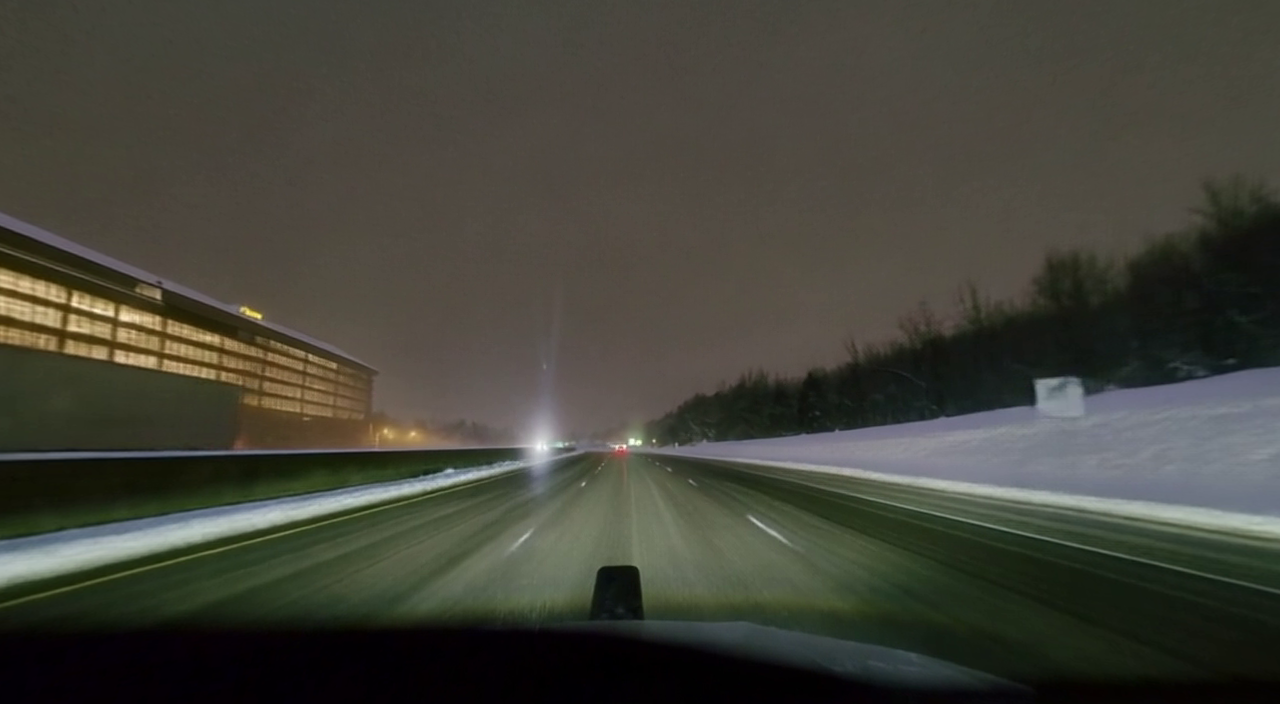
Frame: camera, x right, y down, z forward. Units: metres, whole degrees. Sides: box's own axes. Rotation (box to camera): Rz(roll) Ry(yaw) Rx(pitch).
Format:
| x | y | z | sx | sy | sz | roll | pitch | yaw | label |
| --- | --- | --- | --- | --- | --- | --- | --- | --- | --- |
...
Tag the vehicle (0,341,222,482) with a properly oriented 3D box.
| x | y | z | sx | sy | sz | roll | pitch | yaw | label |
| --- | --- | --- | --- | --- | --- | --- | --- | --- | --- |
| -20.329 | 2.221 | 21.344 | 2.933 | 4.082 | 13.910 | 0 | -9 | -2 | vehicle |
